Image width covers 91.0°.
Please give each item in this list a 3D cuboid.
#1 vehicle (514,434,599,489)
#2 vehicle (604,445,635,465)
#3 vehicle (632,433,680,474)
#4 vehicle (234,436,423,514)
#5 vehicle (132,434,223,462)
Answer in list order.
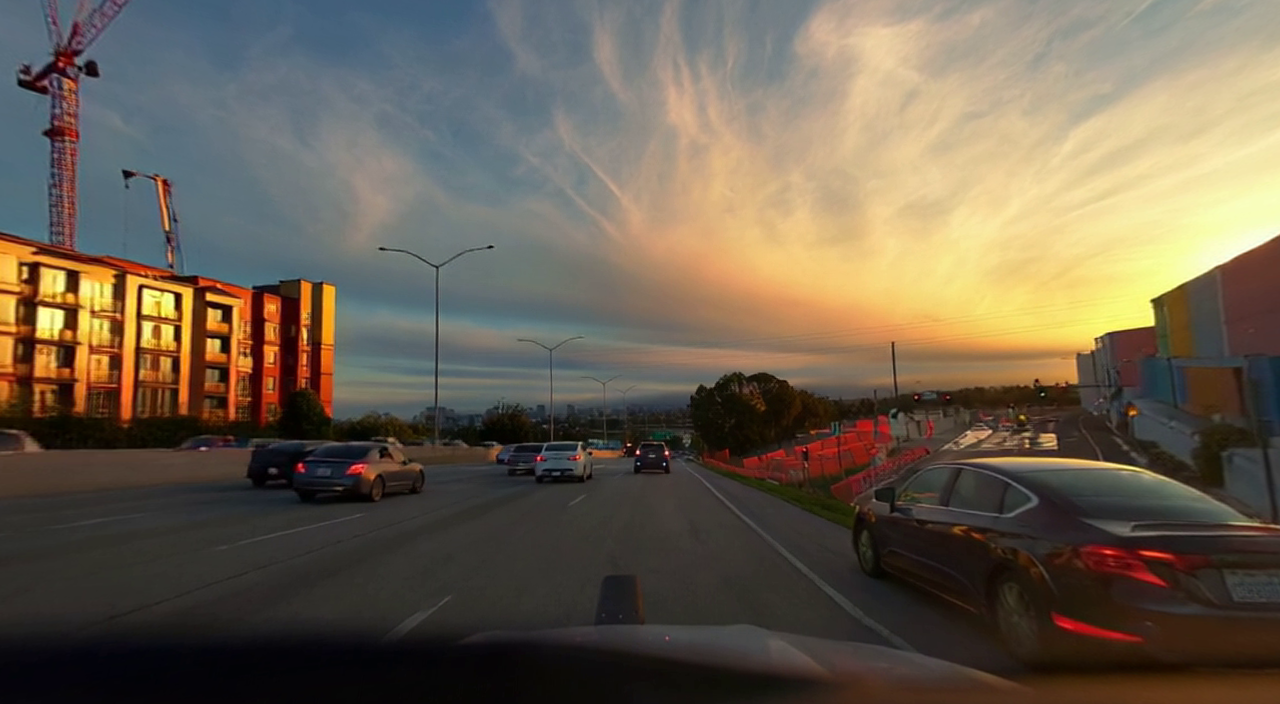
[{"bbox_3d":[-2.716,3.727,21.751,2.109,1.657,4.554,0,-8,3],"label":"vehicle"},{"bbox_3d":[-1.588,8.000,49.190,2.029,1.497,3.960,0,-8,4],"label":"vehicle"},{"bbox_3d":[0.773,4.831,30.101,2.116,1.763,4.352,0,-8,2],"label":"vehicle"},{"bbox_3d":[-6.854,2.729,14.531,1.959,1.486,4.460,0,-8,2],"label":"vehicle"},{"bbox_3d":[-29.628,6.159,40.549,1.971,1.678,4.886,0,-8,3],"label":"vehicle"}]
